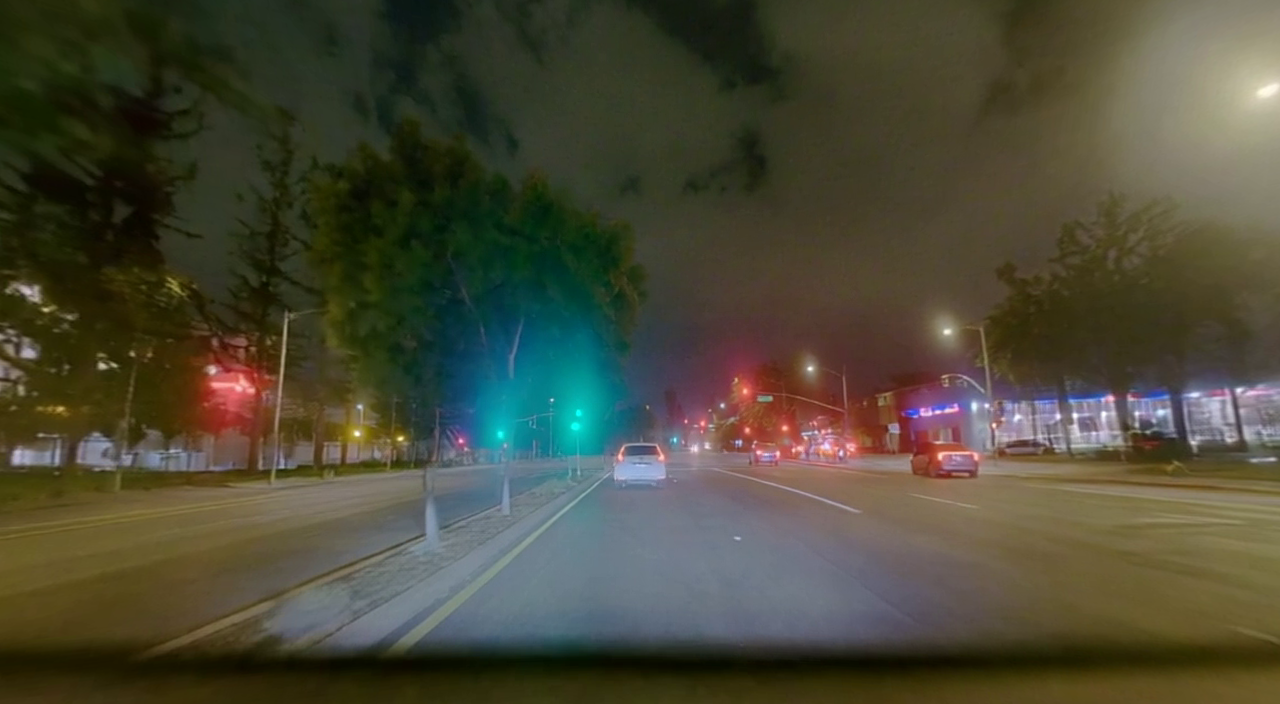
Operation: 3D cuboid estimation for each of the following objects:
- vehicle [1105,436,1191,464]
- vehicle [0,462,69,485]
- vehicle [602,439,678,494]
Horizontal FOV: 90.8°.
[{"bbox_3d":[31.902,6.168,39.824,1.873,1.588,4.133,-2,-8,-1],"label":"vehicle"},{"bbox_3d":[-46.981,9.247,48.272,1.847,1.534,5.021,0,-9,1],"label":"vehicle"},{"bbox_3d":[-0.026,3.438,19.350,2.064,1.477,3.968,0,-9,-1],"label":"vehicle"}]
